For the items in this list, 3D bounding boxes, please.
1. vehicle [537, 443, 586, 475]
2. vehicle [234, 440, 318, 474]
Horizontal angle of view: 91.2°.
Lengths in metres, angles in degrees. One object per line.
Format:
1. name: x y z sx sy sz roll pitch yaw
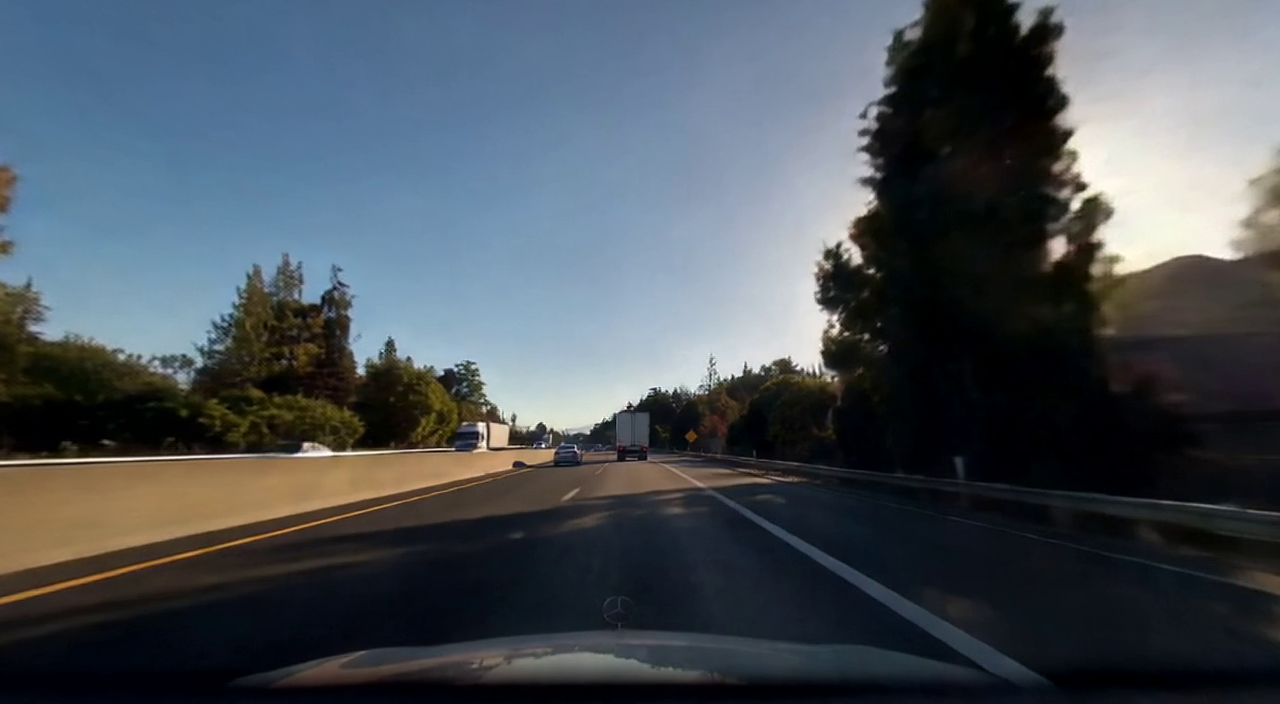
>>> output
1. vehicle: -4.075 5.646 33.281 2.057 1.519 4.372 0 -9 0
2. vehicle: -17.340 5.020 30.058 1.784 1.501 3.719 0 -9 0
